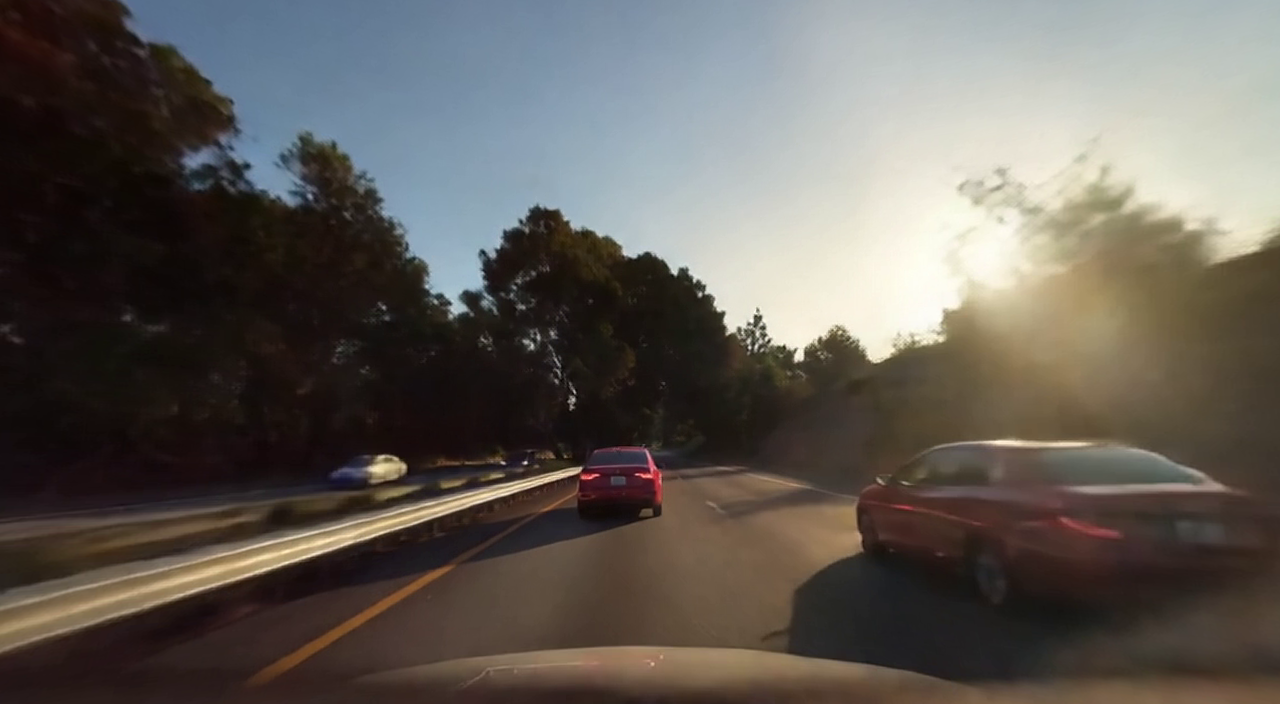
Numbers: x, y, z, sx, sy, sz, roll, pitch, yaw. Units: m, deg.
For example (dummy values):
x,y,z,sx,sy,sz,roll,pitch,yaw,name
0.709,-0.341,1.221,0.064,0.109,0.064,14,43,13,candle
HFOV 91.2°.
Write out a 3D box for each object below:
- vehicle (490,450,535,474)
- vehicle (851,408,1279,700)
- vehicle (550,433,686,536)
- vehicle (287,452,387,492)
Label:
x,y,z,sx,sy,sz,roll,pitch,yaw,name
-8.901,7.685,44.088,1.925,1.558,4.069,-2,-9,7,vehicle
3.598,1.382,5.434,2.021,1.533,4.014,0,-9,-2,vehicle
-0.392,2.381,11.867,2.083,1.548,4.251,0,-9,-1,vehicle
-13.176,5.214,27.596,1.907,1.566,4.287,-1,-9,6,vehicle
